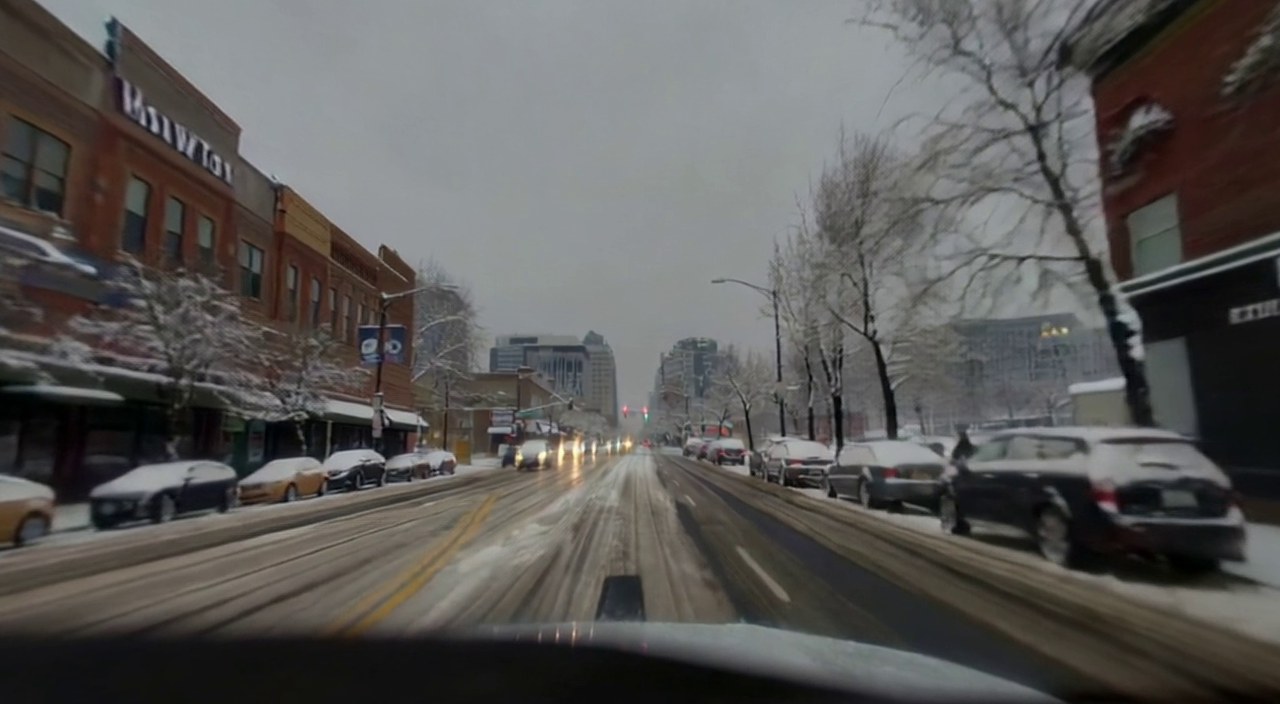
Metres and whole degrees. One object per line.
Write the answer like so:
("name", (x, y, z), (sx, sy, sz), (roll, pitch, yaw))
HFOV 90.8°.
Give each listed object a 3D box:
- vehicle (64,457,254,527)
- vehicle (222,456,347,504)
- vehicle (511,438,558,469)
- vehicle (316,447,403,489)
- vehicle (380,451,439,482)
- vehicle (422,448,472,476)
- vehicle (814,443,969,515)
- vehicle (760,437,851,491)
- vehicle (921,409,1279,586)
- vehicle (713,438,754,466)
("vehicle", (-12.494, 3.613, 16.816), (1.800, 1.532, 4.110), (0, -8, 0))
("vehicle", (-12.531, 4.504, 22.669), (1.868, 1.418, 4.415), (-2, -9, 1))
("vehicle", (-6.381, 6.192, 38.733), (2.095, 1.759, 4.413), (0, -8, 1))
("vehicle", (-12.028, 4.985, 27.424), (1.834, 1.643, 4.110), (0, -8, 1))
("vehicle", (-12.464, 6.187, 34.406), (1.774, 1.570, 3.900), (0, -8, 0))
("vehicle", (-12.156, 6.916, 40.103), (1.894, 1.654, 3.944), (0, -8, 0))
("vehicle", (5.831, 2.955, 15.363), (1.787, 1.463, 4.506), (0, -8, -2))
("vehicle", (5.548, 3.806, 21.801), (1.899, 1.642, 4.463), (0, -8, 0))
("vehicle", (6.009, 1.812, 8.758), (1.991, 1.771, 4.604), (0, -8, -1))
("vehicle", (6.028, 6.483, 41.215), (2.047, 1.720, 4.353), (0, -8, 0))
